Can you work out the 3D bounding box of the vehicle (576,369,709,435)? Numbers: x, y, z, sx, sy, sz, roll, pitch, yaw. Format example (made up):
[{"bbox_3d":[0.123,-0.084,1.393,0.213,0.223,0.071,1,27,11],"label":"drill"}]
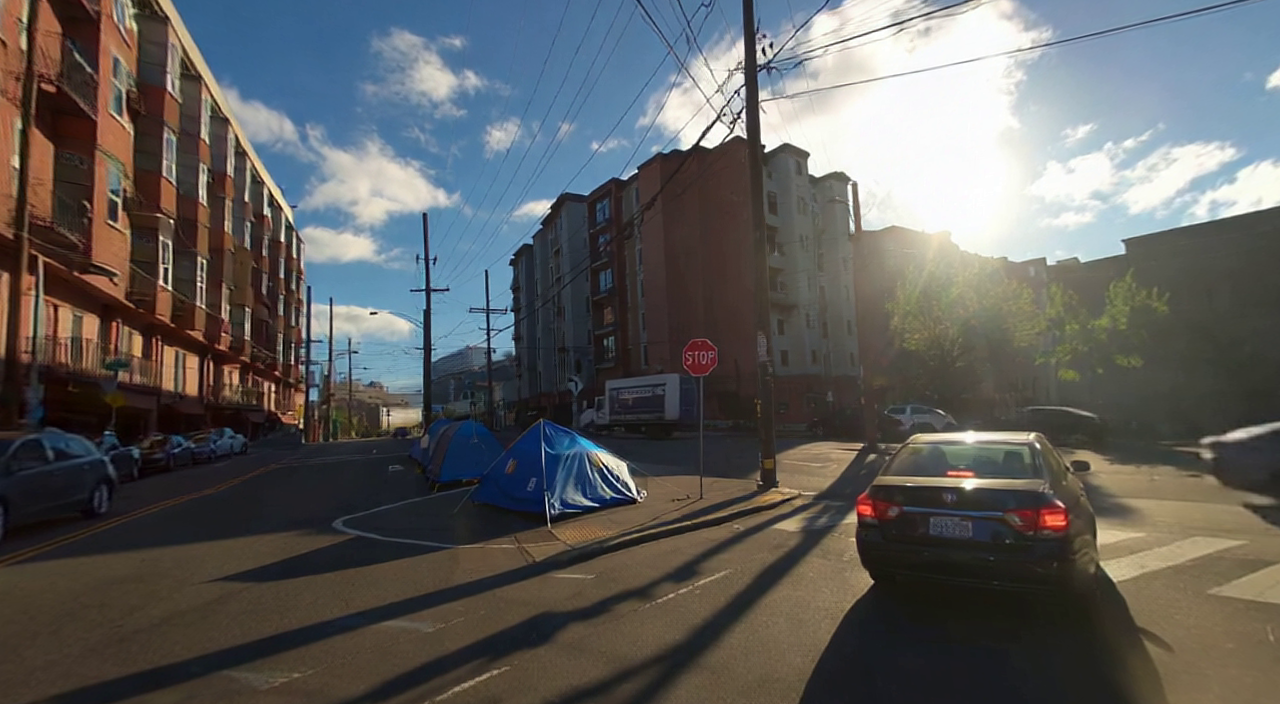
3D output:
[{"bbox_3d":[-0.023,2.841,33.877,7.172,3.075,2.584,-7,-10,41],"label":"vehicle"}]

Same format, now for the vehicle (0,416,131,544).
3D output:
[{"bbox_3d":[-10.048,1.963,9.907,1.987,1.686,3.971,0,-8,-20],"label":"vehicle"}]

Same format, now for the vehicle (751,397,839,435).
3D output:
[{"bbox_3d":[8.250,3.507,33.991,1.805,1.694,4.214,10,-14,-44],"label":"vehicle"}]

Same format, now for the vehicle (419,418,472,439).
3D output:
[{"bbox_3d":[-15.167,5.976,49.167,2.089,1.506,4.641,7,-11,-41],"label":"vehicle"}]

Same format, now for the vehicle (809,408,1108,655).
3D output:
[{"bbox_3d":[3.403,1.544,6.599,1.945,1.647,4.160,-6,-10,32],"label":"vehicle"}]
